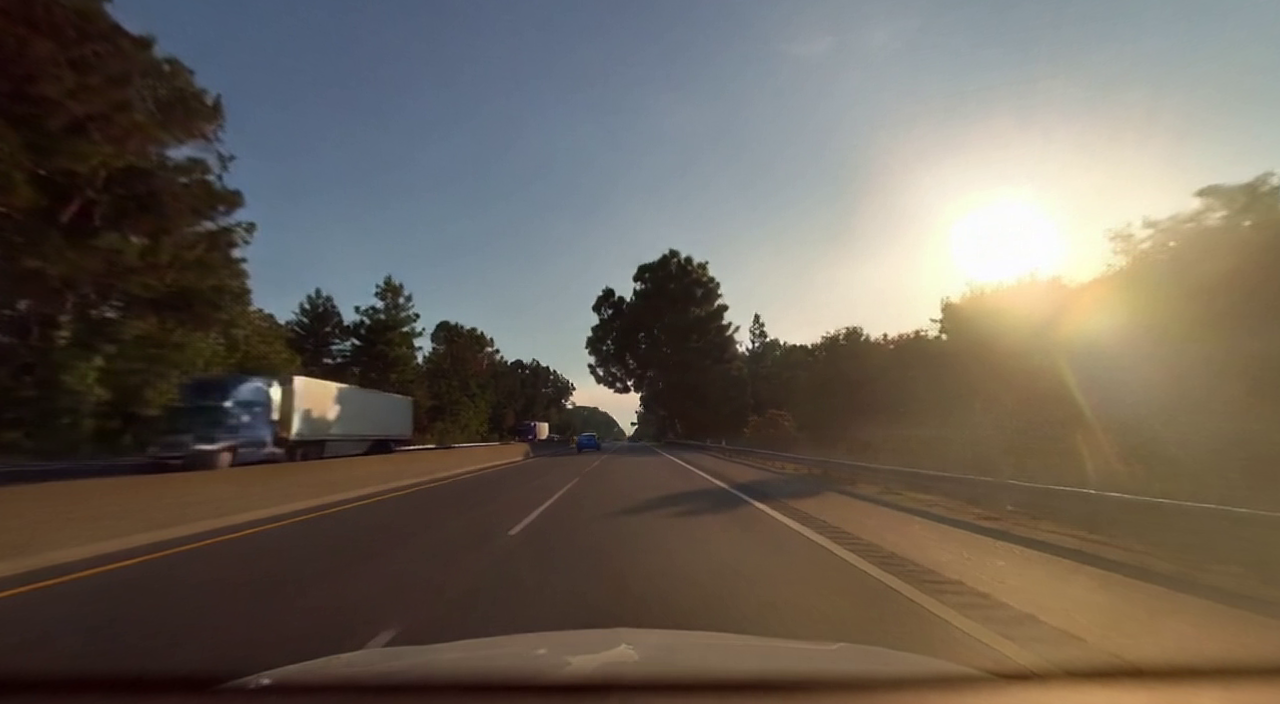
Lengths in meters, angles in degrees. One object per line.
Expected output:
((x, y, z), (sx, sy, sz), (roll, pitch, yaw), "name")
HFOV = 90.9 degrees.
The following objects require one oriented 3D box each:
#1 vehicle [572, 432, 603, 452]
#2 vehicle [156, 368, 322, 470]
((-3.898, 6.771, 47.574), (2.085, 1.479, 3.846), (0, -8, -1), "vehicle")
((-16.511, 2.879, 26.572), (2.985, 3.825, 5.832), (0, -8, 0), "vehicle")
